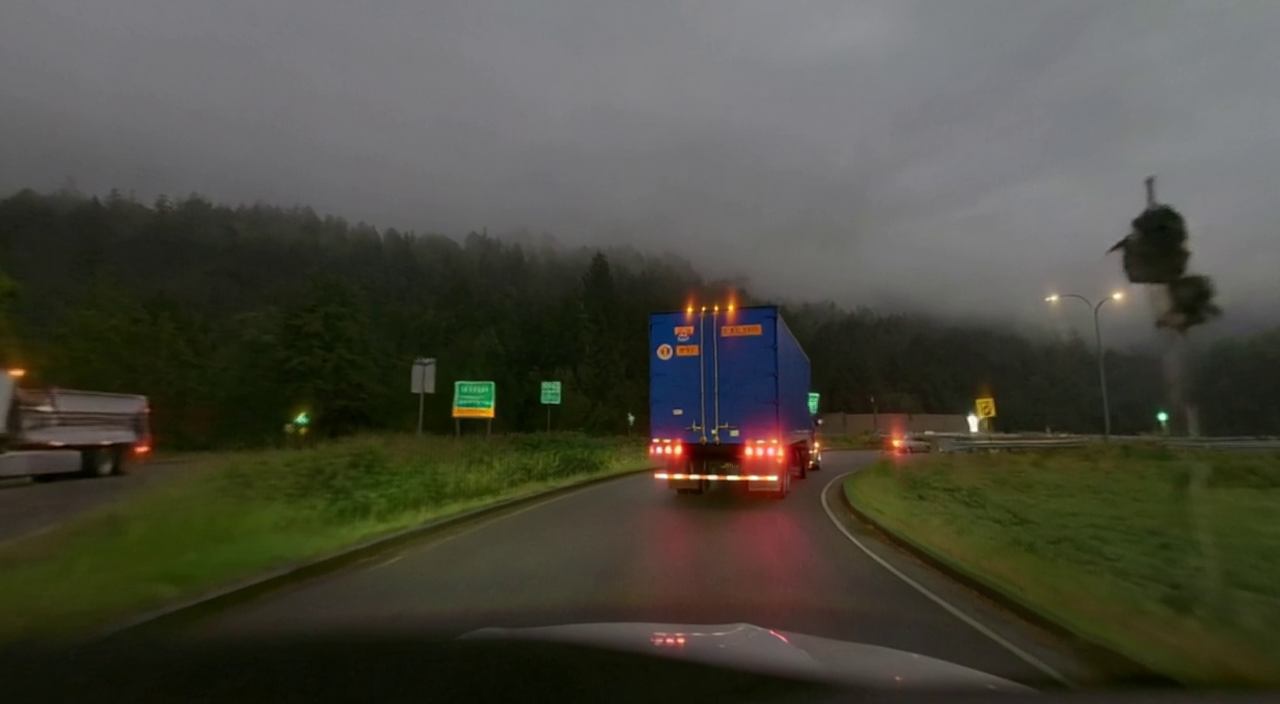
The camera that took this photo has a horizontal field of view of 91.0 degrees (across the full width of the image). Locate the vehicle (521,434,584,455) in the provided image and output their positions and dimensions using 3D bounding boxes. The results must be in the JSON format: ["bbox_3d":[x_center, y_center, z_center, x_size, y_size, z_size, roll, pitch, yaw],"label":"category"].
[{"bbox_3d":[-6.500,6.844,46.723,4.350,1.410,1.726,2,-8,-21],"label":"vehicle"}]

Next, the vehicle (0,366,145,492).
[{"bbox_3d":[-20.360,2.488,19.832,2.783,3.629,10.707,1,-8,-12],"label":"vehicle"}]

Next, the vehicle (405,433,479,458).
[{"bbox_3d":[-13.666,6.430,43.535,4.578,1.573,1.806,3,-9,-28],"label":"vehicle"}]

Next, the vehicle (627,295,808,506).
[{"bbox_3d":[2.481,1.453,15.714,2.937,3.647,9.344,-3,-8,16],"label":"vehicle"}]
